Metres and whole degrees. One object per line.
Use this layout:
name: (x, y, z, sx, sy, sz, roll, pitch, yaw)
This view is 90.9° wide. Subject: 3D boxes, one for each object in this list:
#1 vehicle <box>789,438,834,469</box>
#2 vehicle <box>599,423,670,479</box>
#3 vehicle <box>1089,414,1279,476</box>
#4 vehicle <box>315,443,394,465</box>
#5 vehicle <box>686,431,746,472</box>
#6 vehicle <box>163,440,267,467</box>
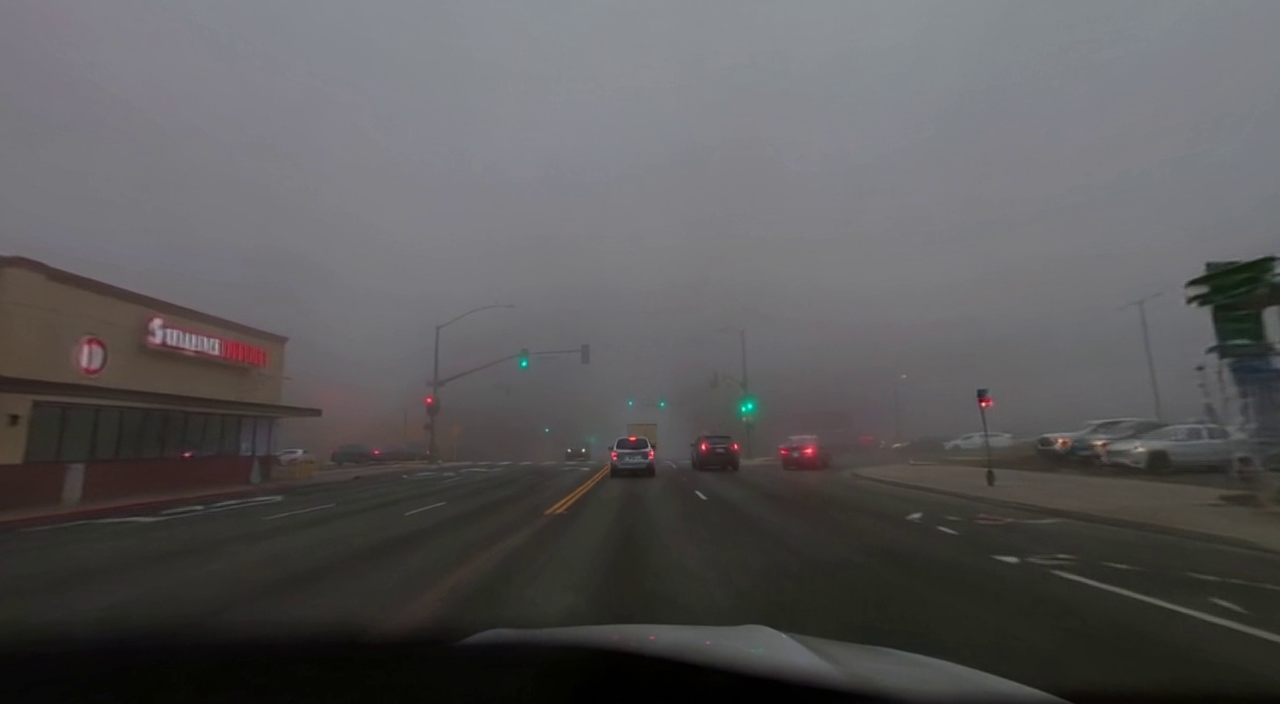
vehicle: (8.823, 5.129, 32.133, 2.002, 1.427, 4.436, -3, -9, 17)
vehicle: (-0.189, 4.072, 26.161, 2.638, 2.065, 5.313, 0, -8, 0)
vehicle: (15.739, 2.682, 18.015, 4.164, 1.562, 1.978, -2, -10, 1)
vehicle: (-21.034, 7.532, 46.616, 4.839, 1.604, 2.058, -1, -8, 3)
vehicle: (3.553, 4.785, 30.476, 2.276, 1.787, 4.630, 0, -8, -1)
vehicle: (-31.484, 7.539, 46.822, 5.964, 1.893, 2.363, 0, -8, 1)
